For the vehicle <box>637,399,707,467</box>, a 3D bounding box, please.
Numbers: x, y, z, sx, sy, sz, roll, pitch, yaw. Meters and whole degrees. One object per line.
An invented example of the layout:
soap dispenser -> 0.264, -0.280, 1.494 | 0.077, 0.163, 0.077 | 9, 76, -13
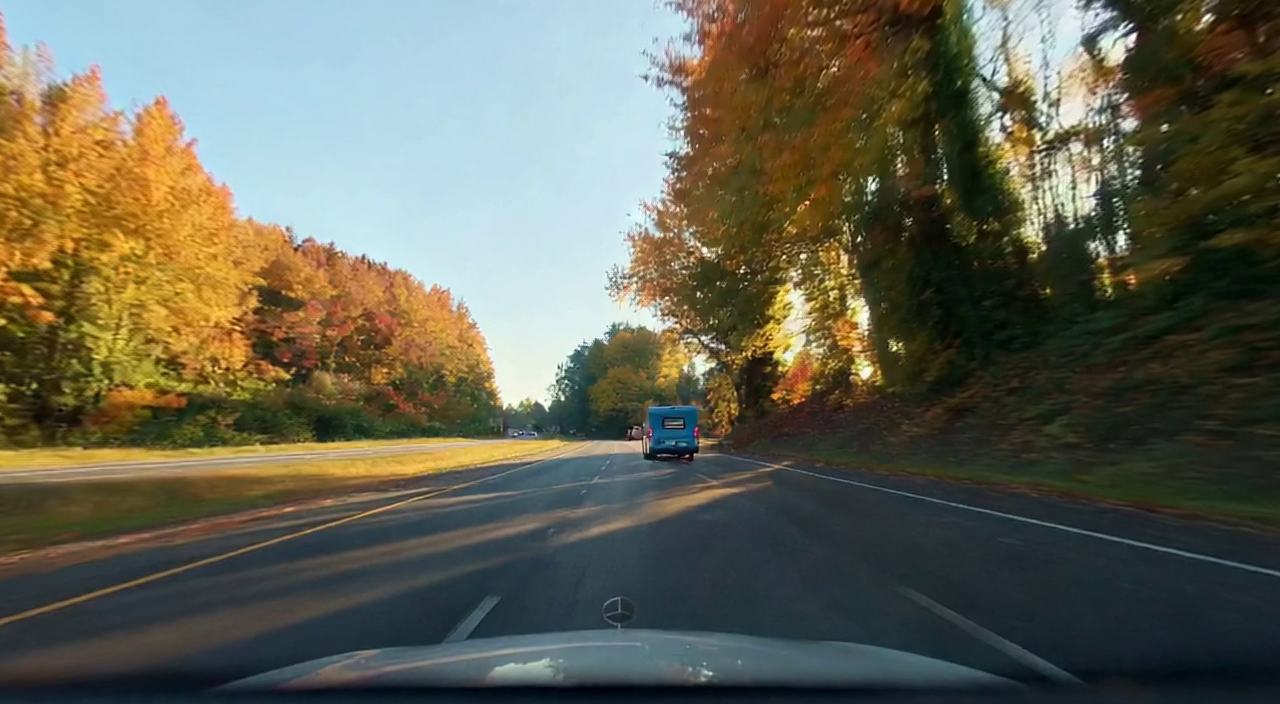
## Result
vehicle -> 1.365, 3.954, 30.587 | 2.815, 2.876, 7.101 | 0, -8, -2
